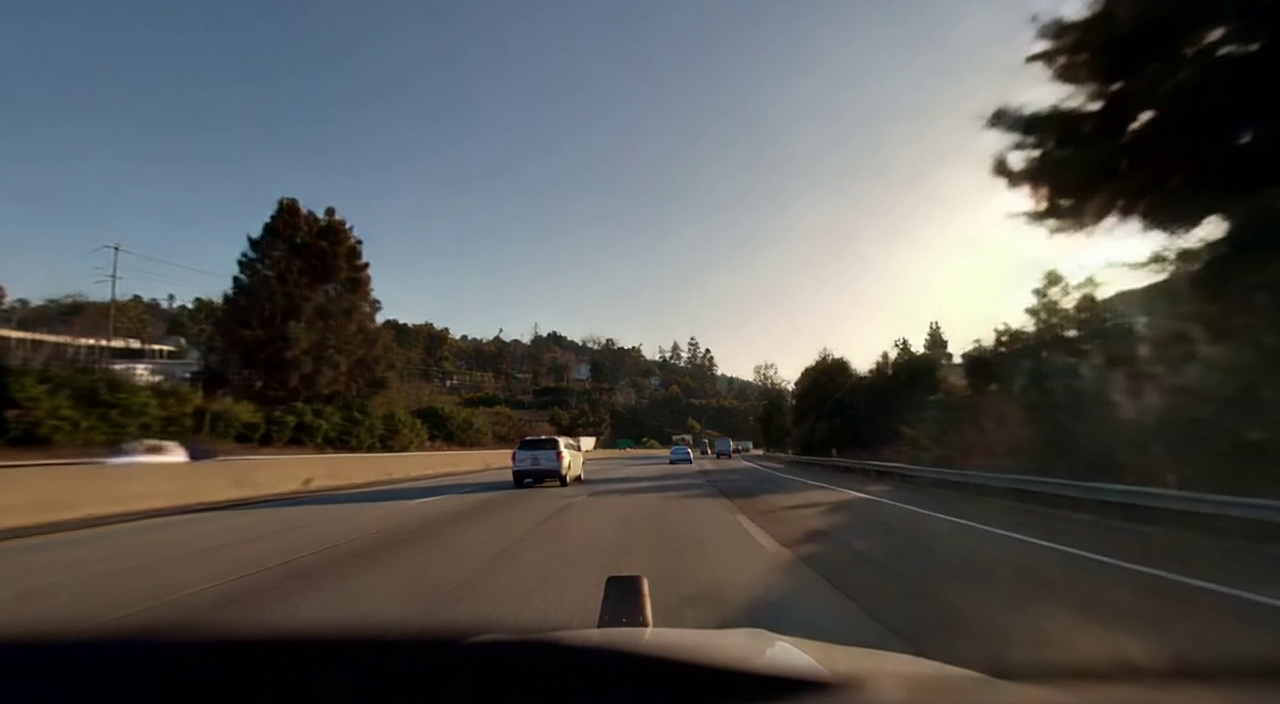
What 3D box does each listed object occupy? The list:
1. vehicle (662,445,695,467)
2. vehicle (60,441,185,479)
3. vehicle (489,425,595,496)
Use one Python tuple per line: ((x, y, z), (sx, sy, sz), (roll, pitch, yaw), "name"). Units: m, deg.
((2.695, 7.151, 43.581), (2.158, 1.458, 3.656), (-1, -9, 5), "vehicle")
((-23.286, 4.862, 28.645), (1.869, 1.599, 4.246), (-1, -9, 4), "vehicle")
((-2.711, 3.186, 18.835), (2.185, 1.823, 4.854), (0, -9, 3), "vehicle")
